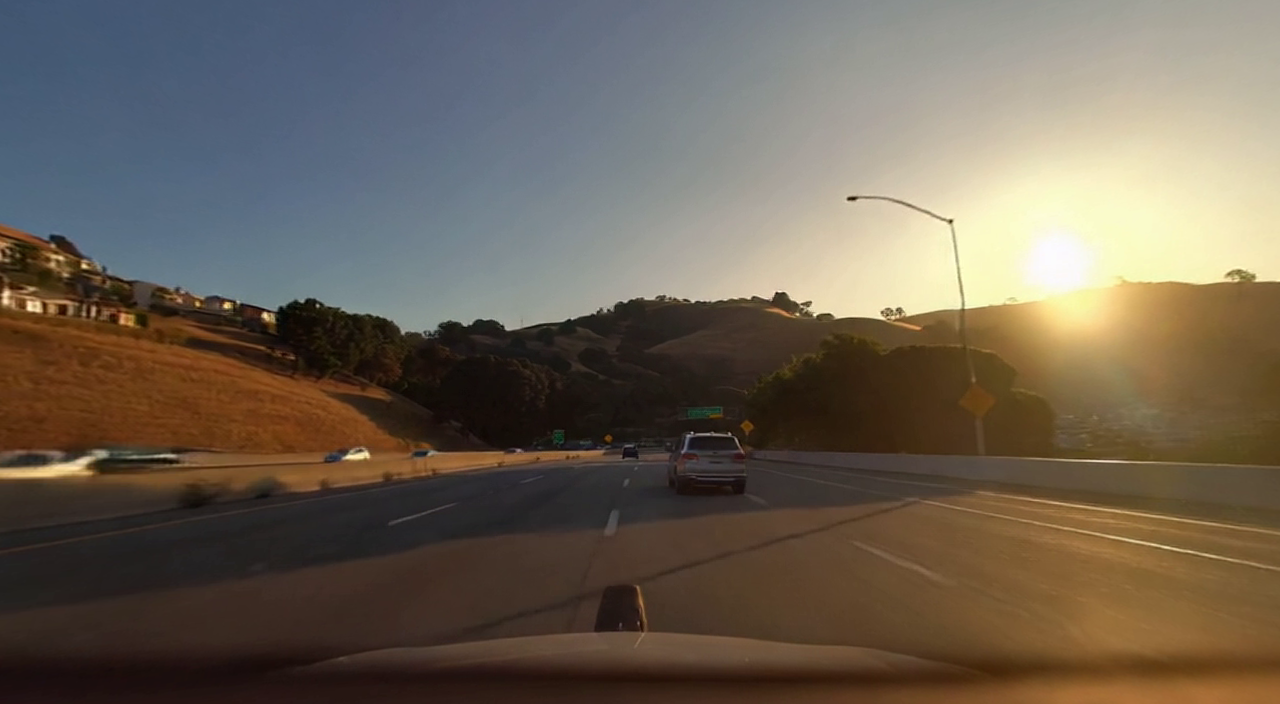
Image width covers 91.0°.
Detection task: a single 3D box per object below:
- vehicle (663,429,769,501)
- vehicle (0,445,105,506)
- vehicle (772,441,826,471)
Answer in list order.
[{"bbox_3d":[1.957,3.133,17.875,2.318,1.766,4.587,0,-9,-2],"label":"vehicle"},{"bbox_3d":[-20.071,3.870,19.933,2.085,1.789,4.669,0,-9,1],"label":"vehicle"},{"bbox_3d":[9.566,6.296,38.324,2.043,1.714,4.453,0,-9,-1],"label":"vehicle"}]
